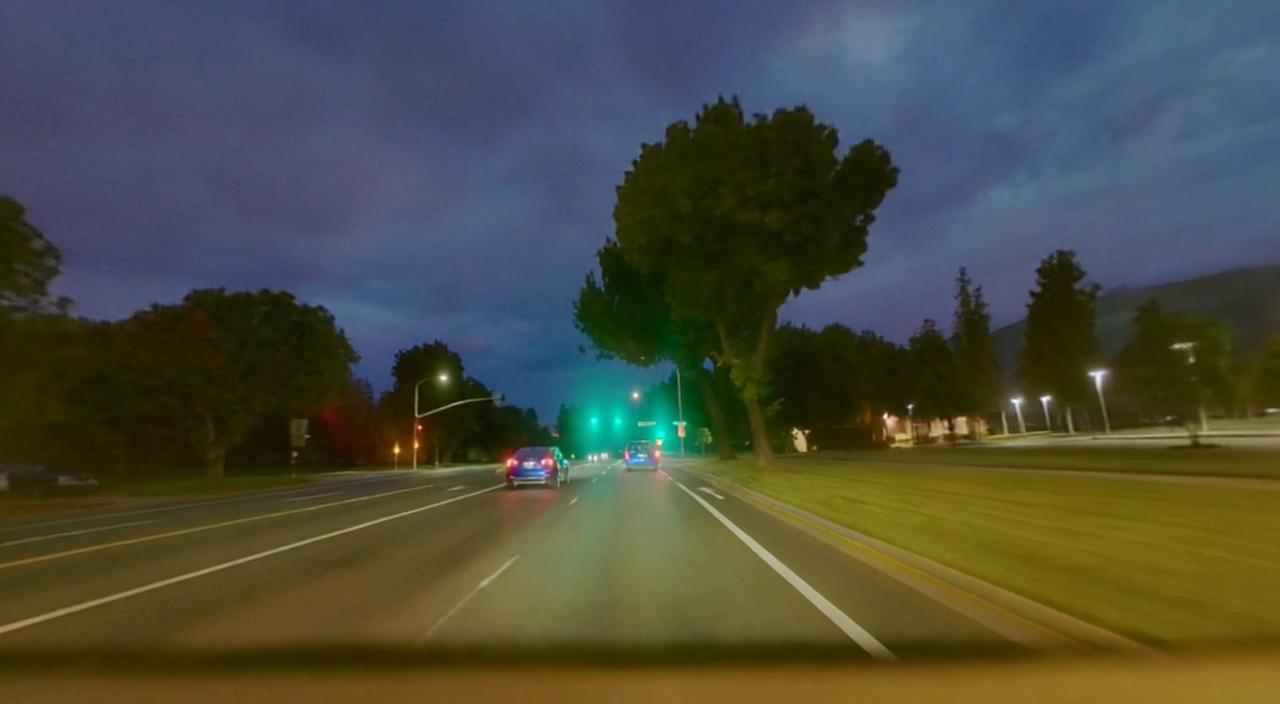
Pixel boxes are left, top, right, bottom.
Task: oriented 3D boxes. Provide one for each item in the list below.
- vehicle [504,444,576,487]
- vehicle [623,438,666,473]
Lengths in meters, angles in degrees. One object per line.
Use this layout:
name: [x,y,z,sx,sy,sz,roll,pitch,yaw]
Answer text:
vehicle: [-3.667,4.238,23.882,2.036,1.447,4.044,0,-8,1]
vehicle: [0.163,5.645,34.608,2.215,1.799,4.426,0,-8,-2]
